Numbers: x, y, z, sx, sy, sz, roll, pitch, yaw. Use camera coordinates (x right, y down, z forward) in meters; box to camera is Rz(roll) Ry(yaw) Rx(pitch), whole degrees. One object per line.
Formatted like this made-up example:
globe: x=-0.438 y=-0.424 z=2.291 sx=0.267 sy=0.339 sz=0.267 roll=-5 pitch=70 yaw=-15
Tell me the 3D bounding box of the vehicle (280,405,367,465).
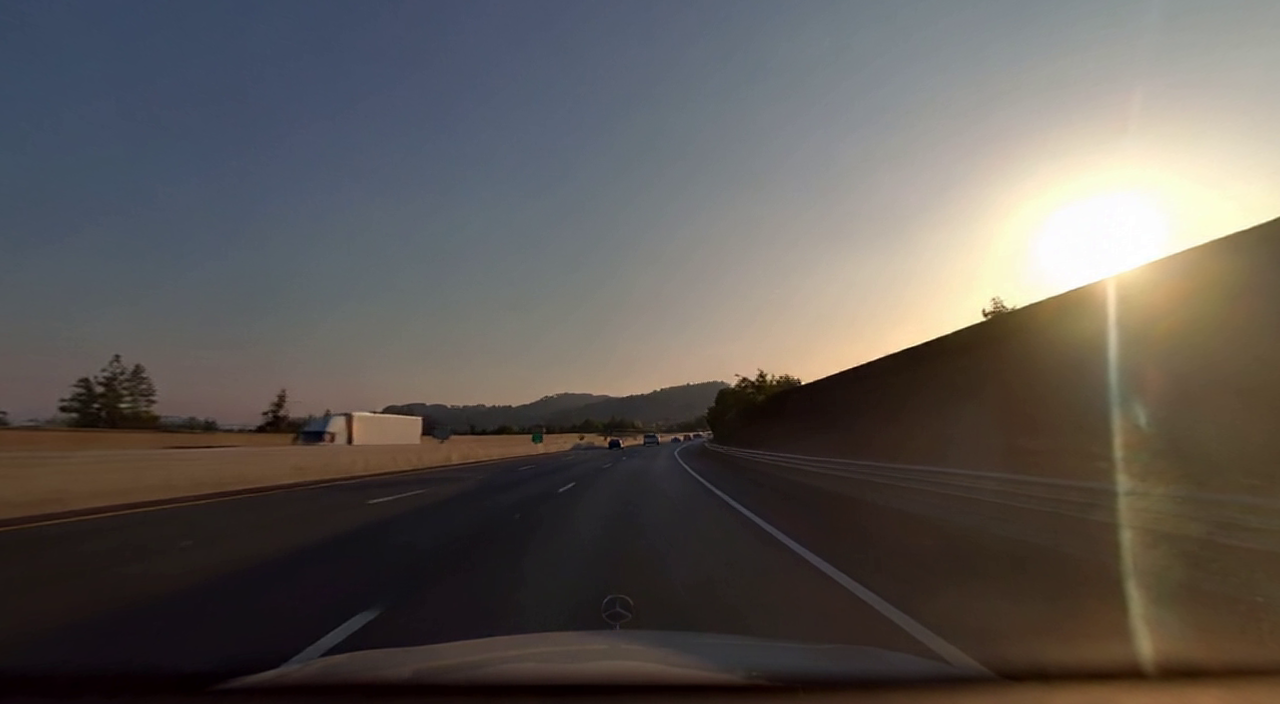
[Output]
vehicle: x=-22.290 y=5.933 z=44.741 sx=2.958 sy=3.973 sz=5.792 roll=0 pitch=-8 yaw=2
